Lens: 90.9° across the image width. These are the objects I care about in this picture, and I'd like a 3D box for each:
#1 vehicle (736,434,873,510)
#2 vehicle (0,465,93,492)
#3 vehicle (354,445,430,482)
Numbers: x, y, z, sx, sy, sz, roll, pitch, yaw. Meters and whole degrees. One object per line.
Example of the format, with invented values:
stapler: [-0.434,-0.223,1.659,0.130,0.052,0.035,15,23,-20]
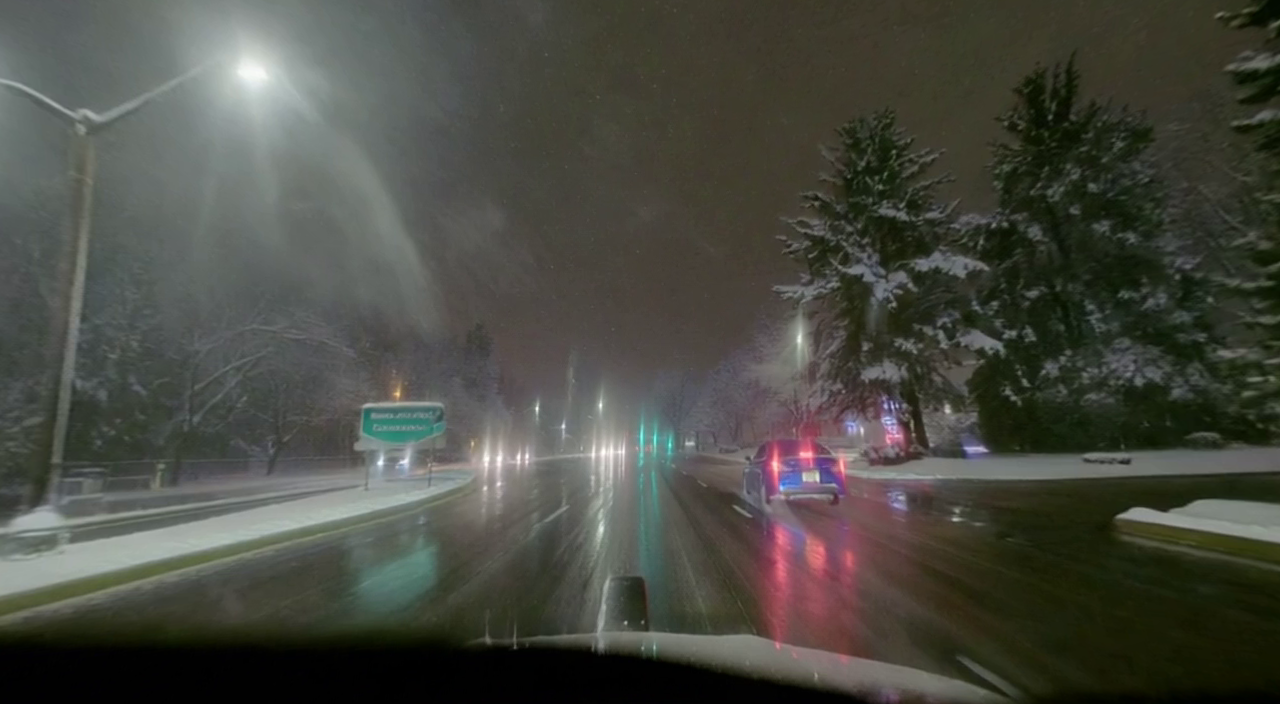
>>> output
vehicle: [3.544,2.663,14.519,1.977,1.474,4.399,0,-8,0]
vehicle: [-36.316,7.628,38.076,4.625,1.451,1.942,0,-8,1]
vehicle: [-12.432,5.578,31.914,1.975,1.697,4.265,0,-8,1]
